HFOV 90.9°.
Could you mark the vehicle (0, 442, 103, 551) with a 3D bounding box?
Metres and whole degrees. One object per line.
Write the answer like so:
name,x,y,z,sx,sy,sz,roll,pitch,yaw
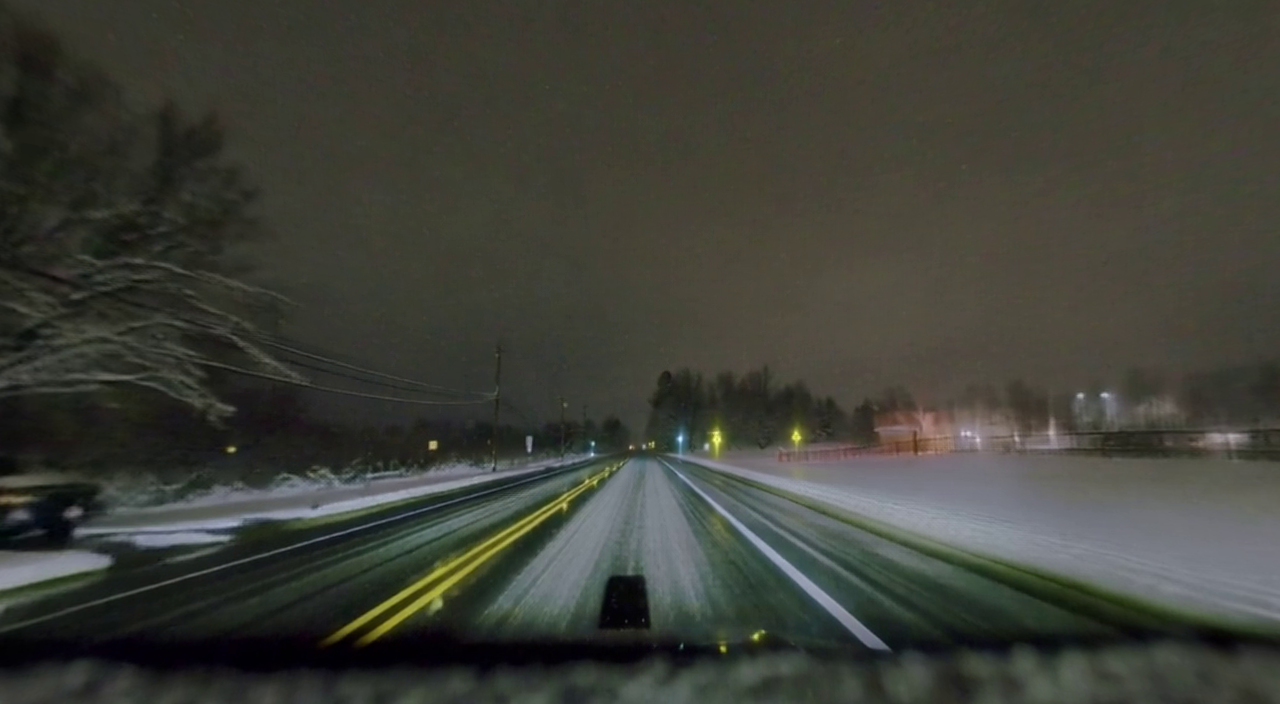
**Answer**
vehicle,-12.894,2.483,11.111,4.813,1.763,2.048,0,-9,-2
